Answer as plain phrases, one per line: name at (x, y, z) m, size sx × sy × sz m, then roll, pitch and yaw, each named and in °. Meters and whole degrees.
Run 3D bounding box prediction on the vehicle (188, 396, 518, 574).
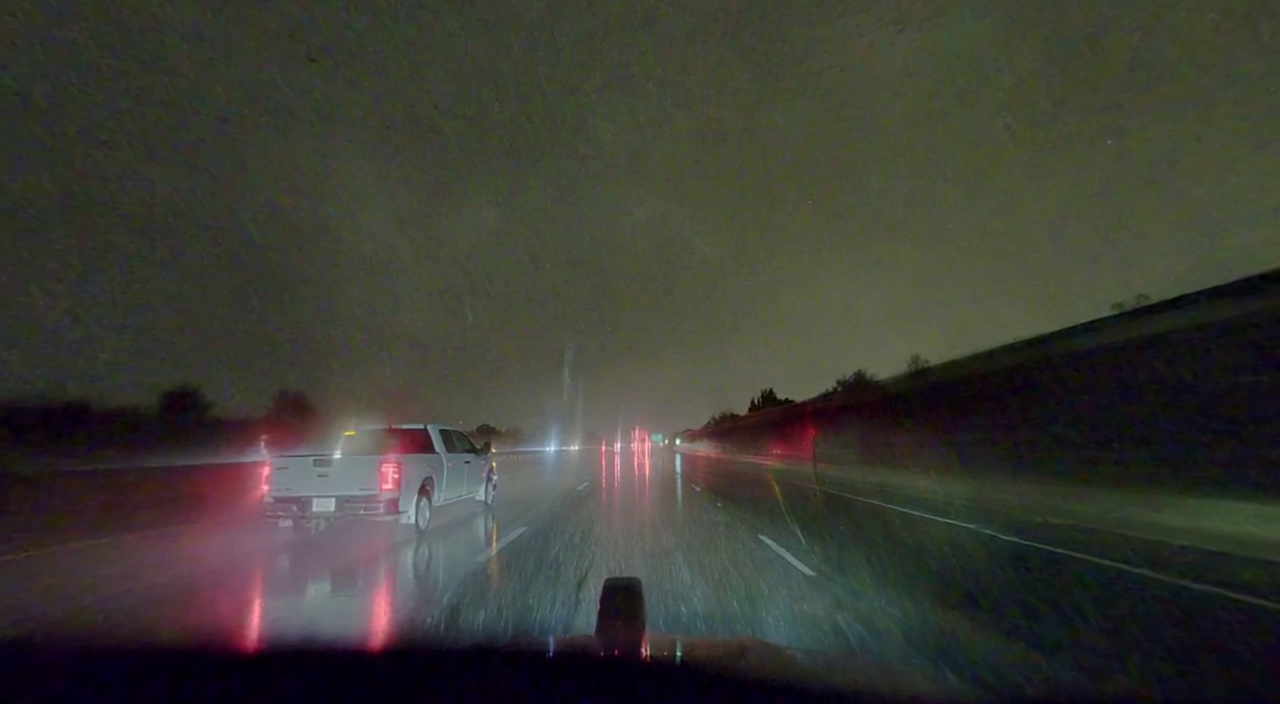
vehicle at (-3.694, 1.862, 9.729) m, size 2.379 × 1.918 × 5.504 m, roll 0°, pitch -8°, yaw 1°
